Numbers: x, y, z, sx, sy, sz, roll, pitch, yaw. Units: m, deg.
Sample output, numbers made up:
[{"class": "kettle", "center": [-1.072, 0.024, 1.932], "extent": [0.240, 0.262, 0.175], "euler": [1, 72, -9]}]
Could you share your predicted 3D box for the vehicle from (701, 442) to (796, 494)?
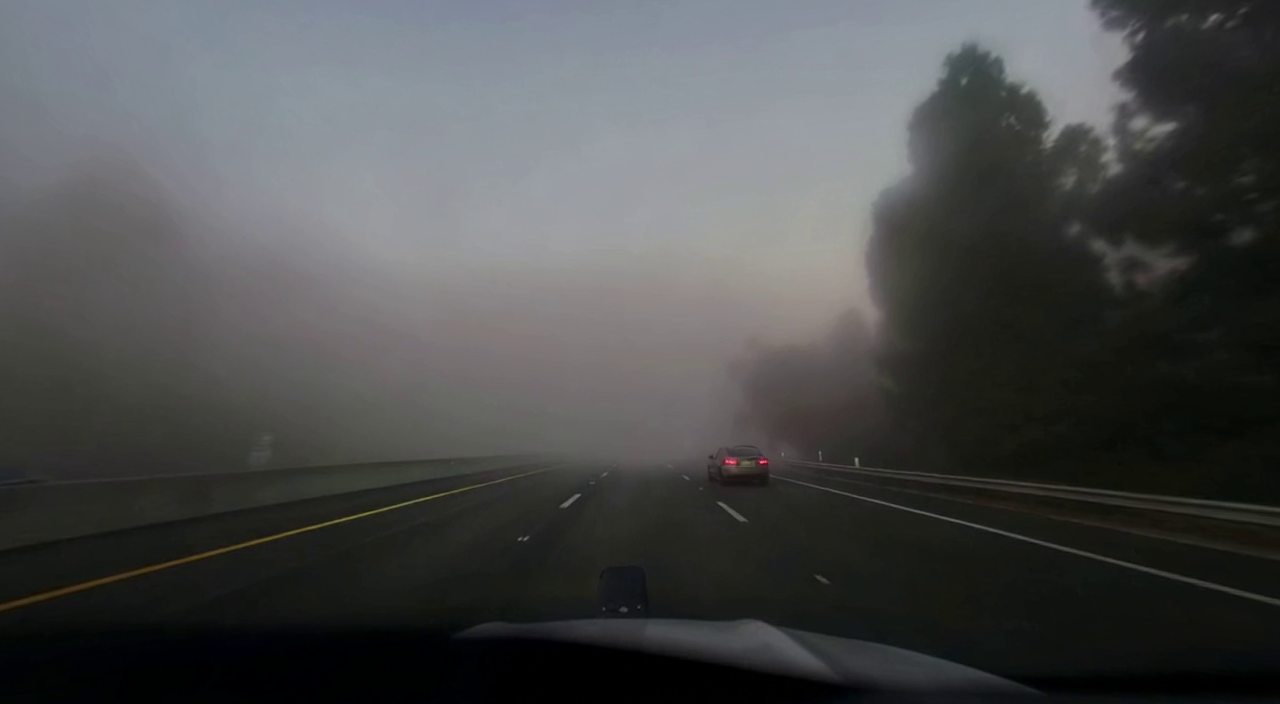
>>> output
[{"class": "vehicle", "center": [3.362, 3.707, 20.594], "extent": [2.193, 1.462, 4.533], "euler": [0, -8, -1]}]
